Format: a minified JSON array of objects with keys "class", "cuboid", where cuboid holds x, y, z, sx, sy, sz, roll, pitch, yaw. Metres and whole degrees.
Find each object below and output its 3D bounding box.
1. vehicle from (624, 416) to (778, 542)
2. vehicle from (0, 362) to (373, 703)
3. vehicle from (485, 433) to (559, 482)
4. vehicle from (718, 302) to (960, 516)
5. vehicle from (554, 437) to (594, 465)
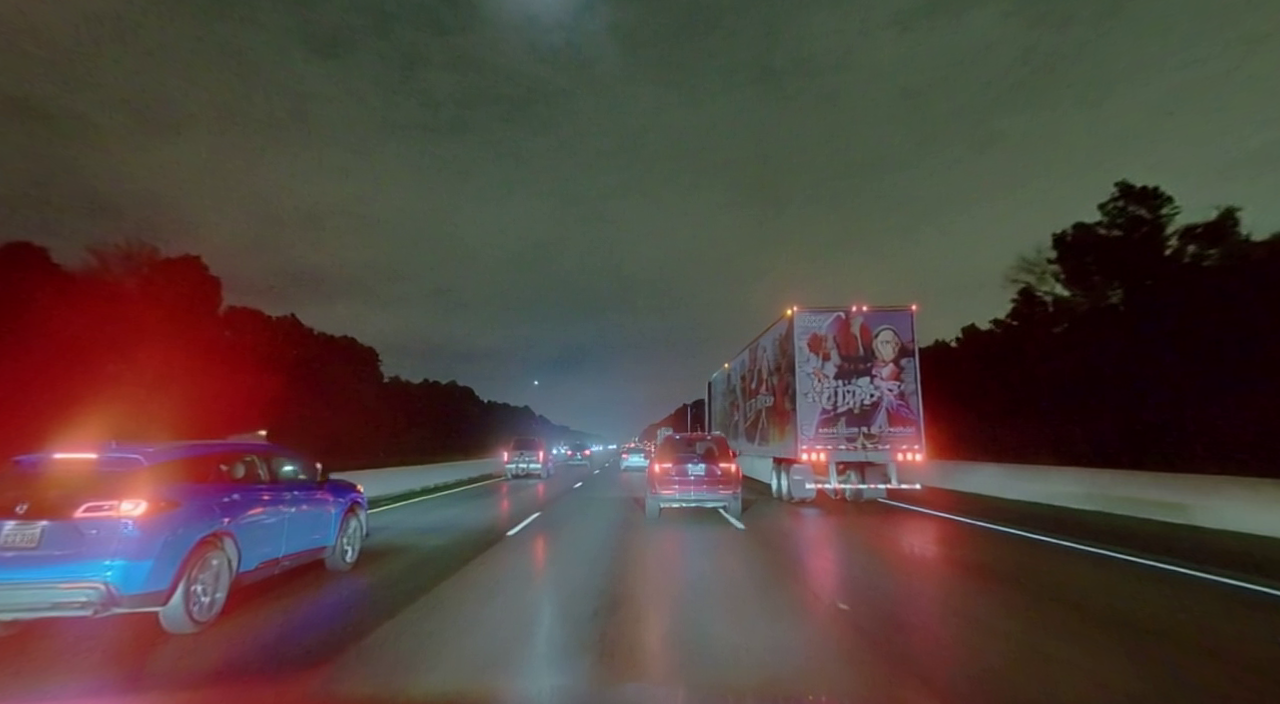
[{"class":"vehicle","cuboid":[0.768,1.955,10.249,2.017,1.662,3.543,0,-8,-2]},{"class":"vehicle","cuboid":[-3.982,1.131,4.657,1.983,1.666,4.452,0,-8,1]},{"class":"vehicle","cuboid":[-4.191,3.809,22.991,1.905,1.642,3.803,0,-8,1]},{"class":"vehicle","cuboid":[4.627,2.050,19.060,2.828,4.081,14.220,0,-8,1]},{"class":"vehicle","cuboid":[-4.156,6.319,40.307,2.014,1.683,4.275,0,-8,1]}]
